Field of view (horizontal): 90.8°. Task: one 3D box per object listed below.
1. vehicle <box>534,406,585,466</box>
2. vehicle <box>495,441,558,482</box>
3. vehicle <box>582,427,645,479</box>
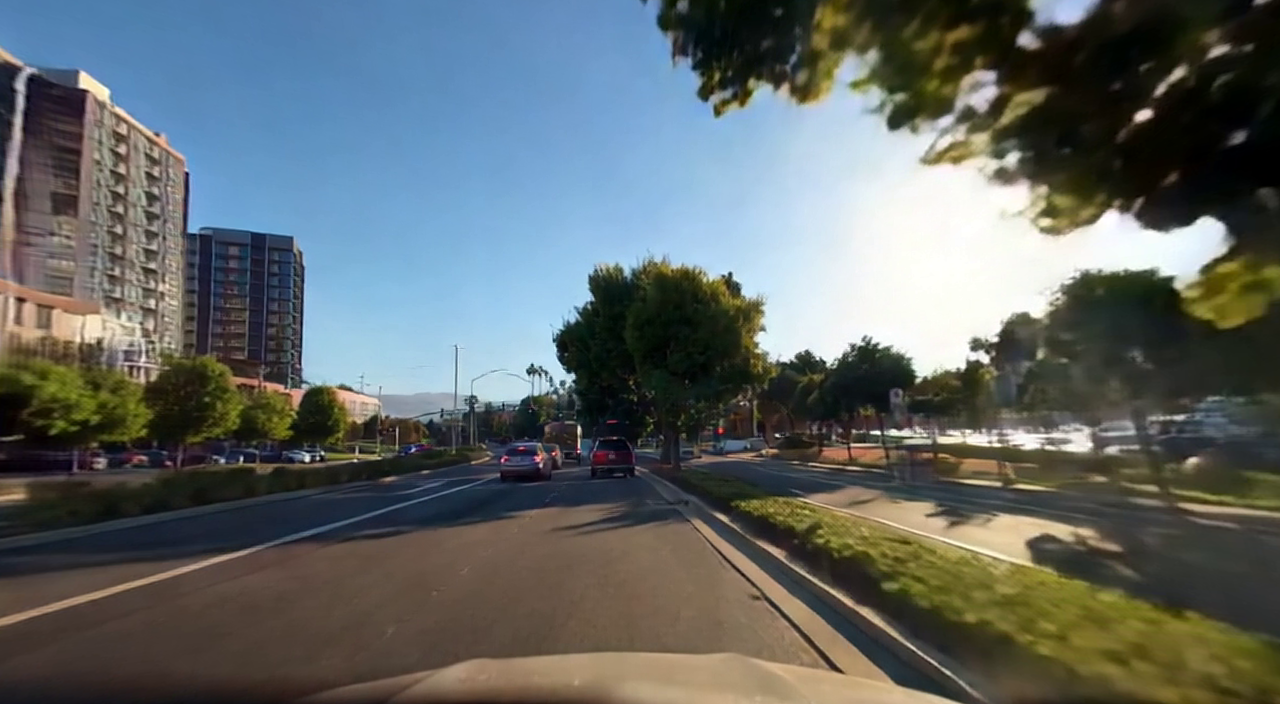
[{"bbox_3d":[-5.722,6.314,46.976,2.918,3.741,13.683,0,-8,-4],"label":"vehicle"},{"bbox_3d":[-4.392,4.294,25.149,1.904,1.460,4.300,0,-8,-3],"label":"vehicle"},{"bbox_3d":[-1.100,3.981,25.120,2.260,1.872,4.578,0,-8,-4],"label":"vehicle"}]
